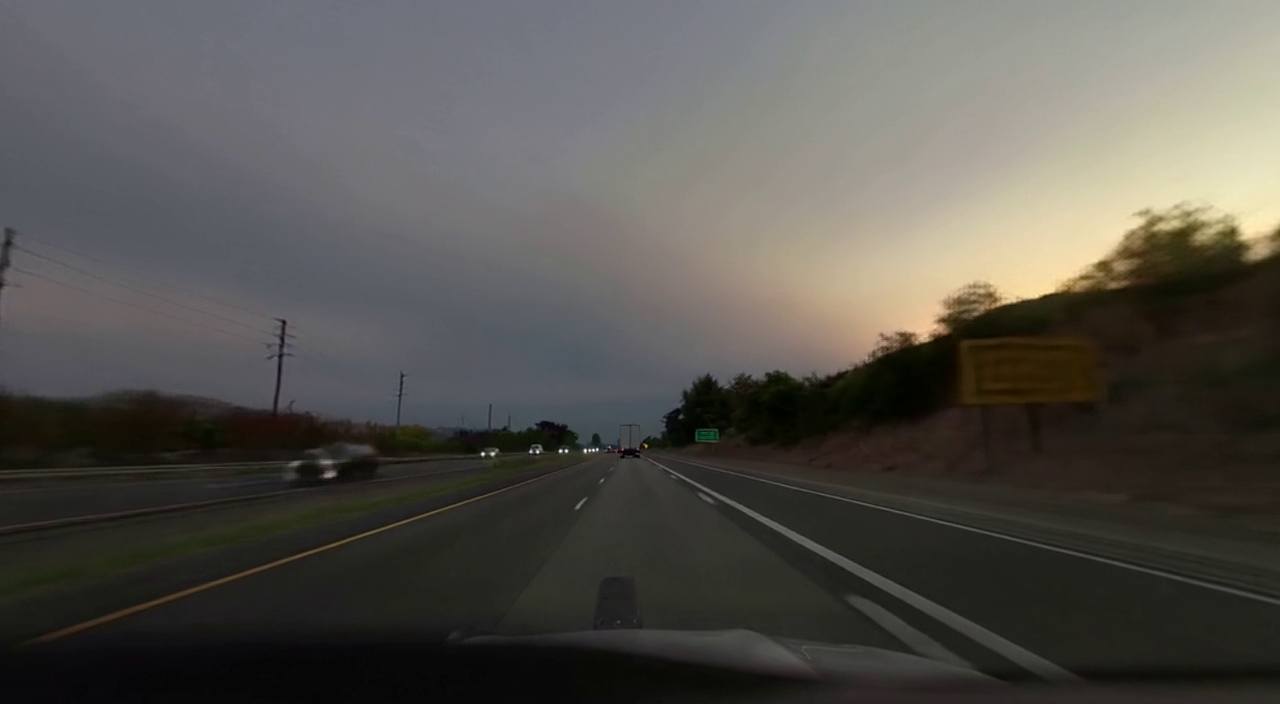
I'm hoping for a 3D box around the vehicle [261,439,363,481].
[{"bbox_3d":[-12.668,4.211,24.623,1.821,1.470,4.090,0,-9,-1],"label":"vehicle"}]
